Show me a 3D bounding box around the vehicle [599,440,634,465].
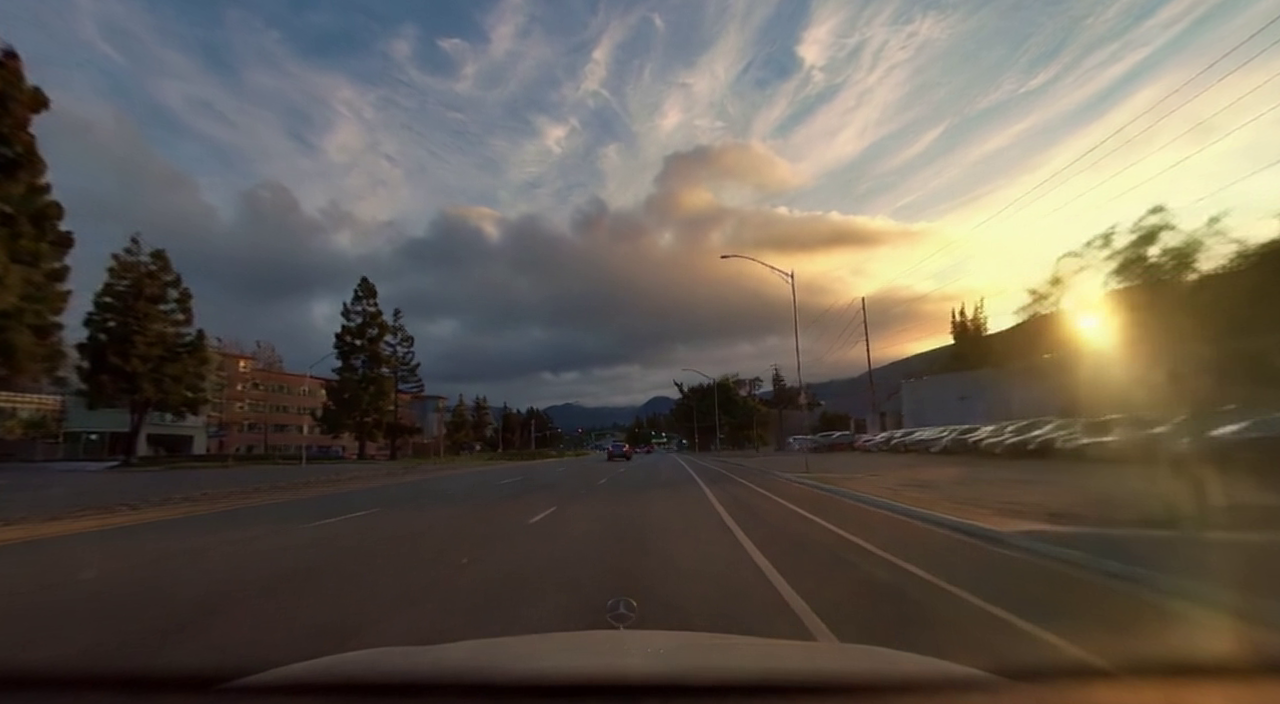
[{"bbox_3d":[-1.607,7.171,45.054,2.121,1.654,3.993,0,-9,3],"label":"vehicle"}]
